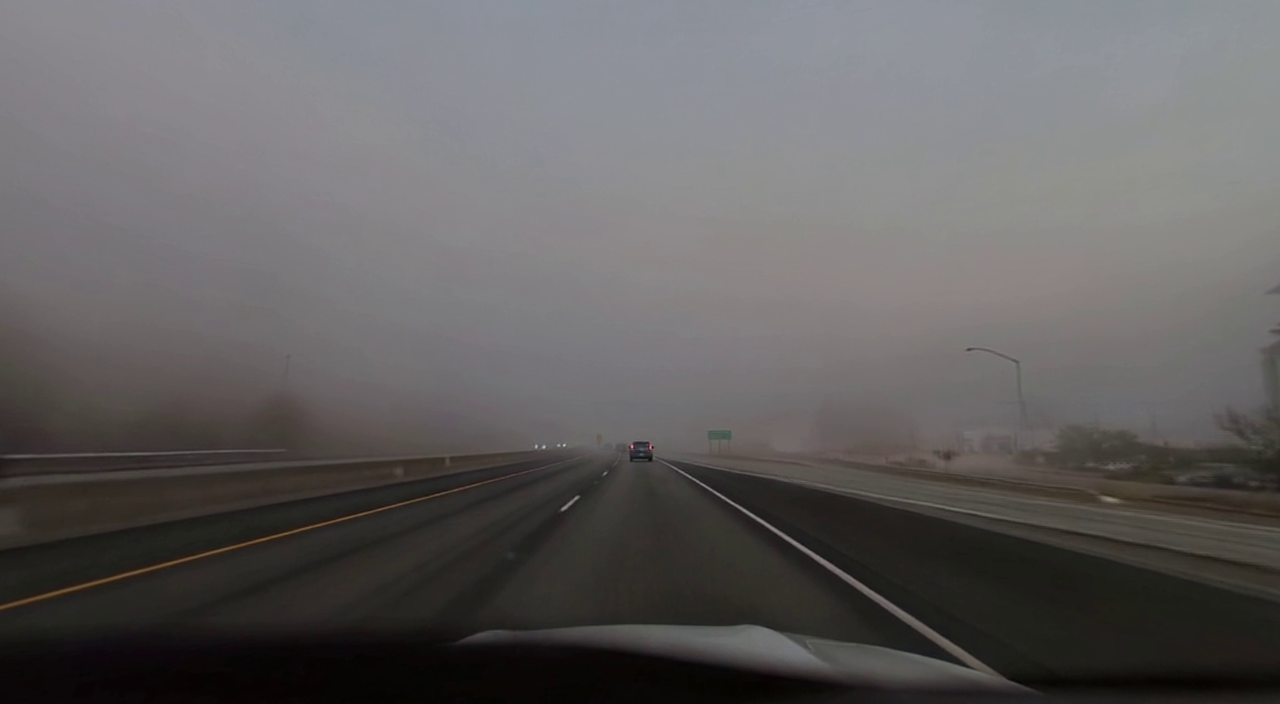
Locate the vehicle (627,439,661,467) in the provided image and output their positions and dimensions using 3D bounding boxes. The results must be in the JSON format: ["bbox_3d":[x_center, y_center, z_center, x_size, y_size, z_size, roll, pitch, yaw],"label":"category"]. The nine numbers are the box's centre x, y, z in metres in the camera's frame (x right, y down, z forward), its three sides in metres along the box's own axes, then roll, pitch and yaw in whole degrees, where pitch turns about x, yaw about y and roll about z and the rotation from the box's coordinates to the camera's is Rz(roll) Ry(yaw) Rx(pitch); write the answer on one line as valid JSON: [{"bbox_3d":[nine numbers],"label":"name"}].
[{"bbox_3d":[0.179,6.490,40.594,2.029,1.666,4.064,0,-8,-2],"label":"vehicle"}]
